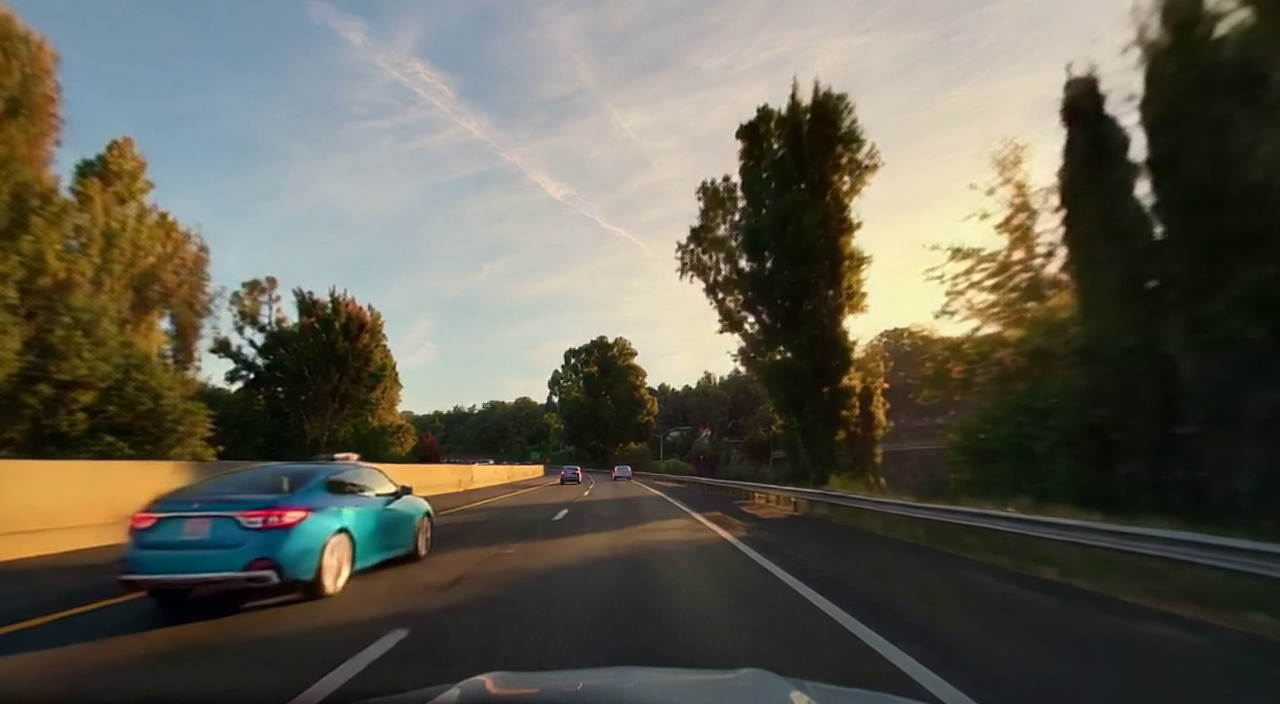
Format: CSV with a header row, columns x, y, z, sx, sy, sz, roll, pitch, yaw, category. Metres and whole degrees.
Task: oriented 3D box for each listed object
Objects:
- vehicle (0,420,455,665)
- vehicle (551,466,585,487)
x,y,z,sx,sy,sz,roll,pitch,yaw,category
-3.883,1.707,6.684,2.328,1.559,5.041,1,-11,-1,vehicle
-5.620,9.784,49.637,2.310,1.521,4.731,1,-11,-3,vehicle
